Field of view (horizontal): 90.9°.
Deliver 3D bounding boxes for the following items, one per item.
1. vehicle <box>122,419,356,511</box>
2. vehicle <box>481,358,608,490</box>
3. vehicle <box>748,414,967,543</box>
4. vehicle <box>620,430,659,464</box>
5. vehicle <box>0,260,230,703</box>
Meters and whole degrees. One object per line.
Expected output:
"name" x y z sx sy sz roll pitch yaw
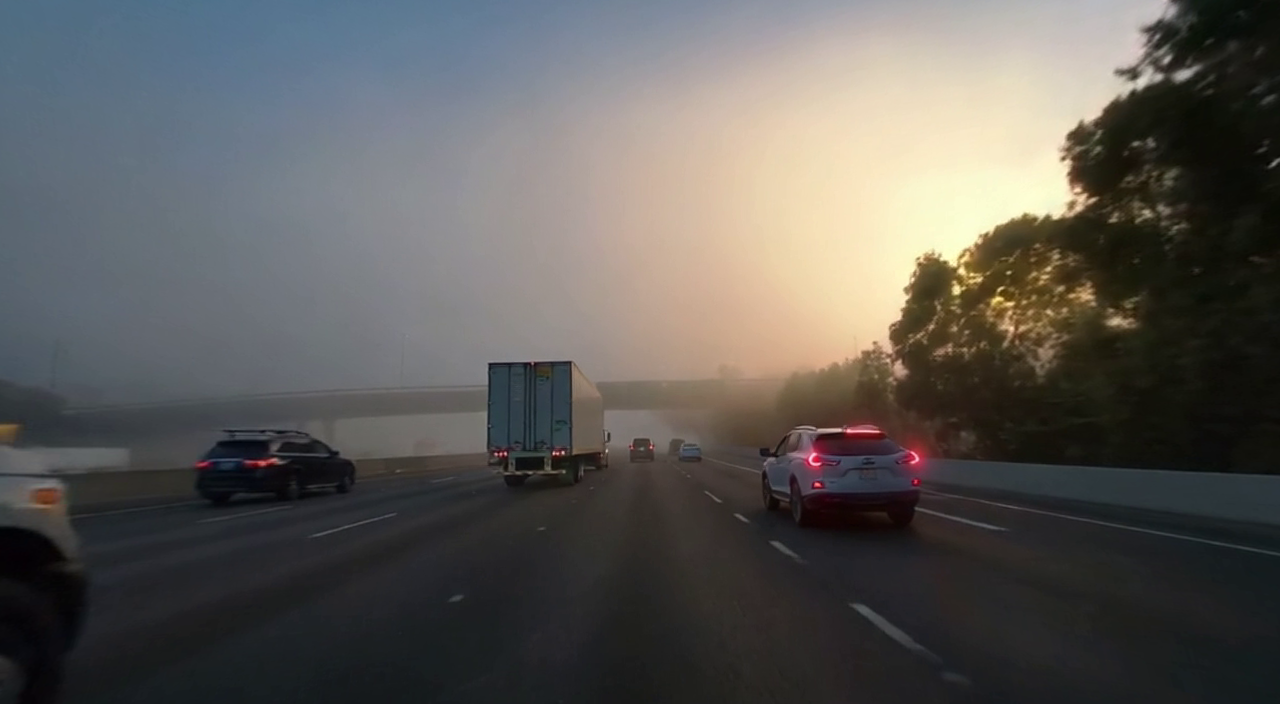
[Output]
"vehicle" -10.374 2.985 17.209 2.388 2.031 5.951 -1 -8 1
"vehicle" -3.353 3.367 27.435 2.869 4.108 15.564 0 -8 1
"vehicle" 3.214 1.970 10.457 2.028 1.658 4.334 0 -8 -1
"vehicle" -0.032 7.431 49.139 2.848 2.453 5.509 0 -8 1
"vehicle" -3.623 0.389 0.114 2.645 2.023 6.491 0 -8 1
